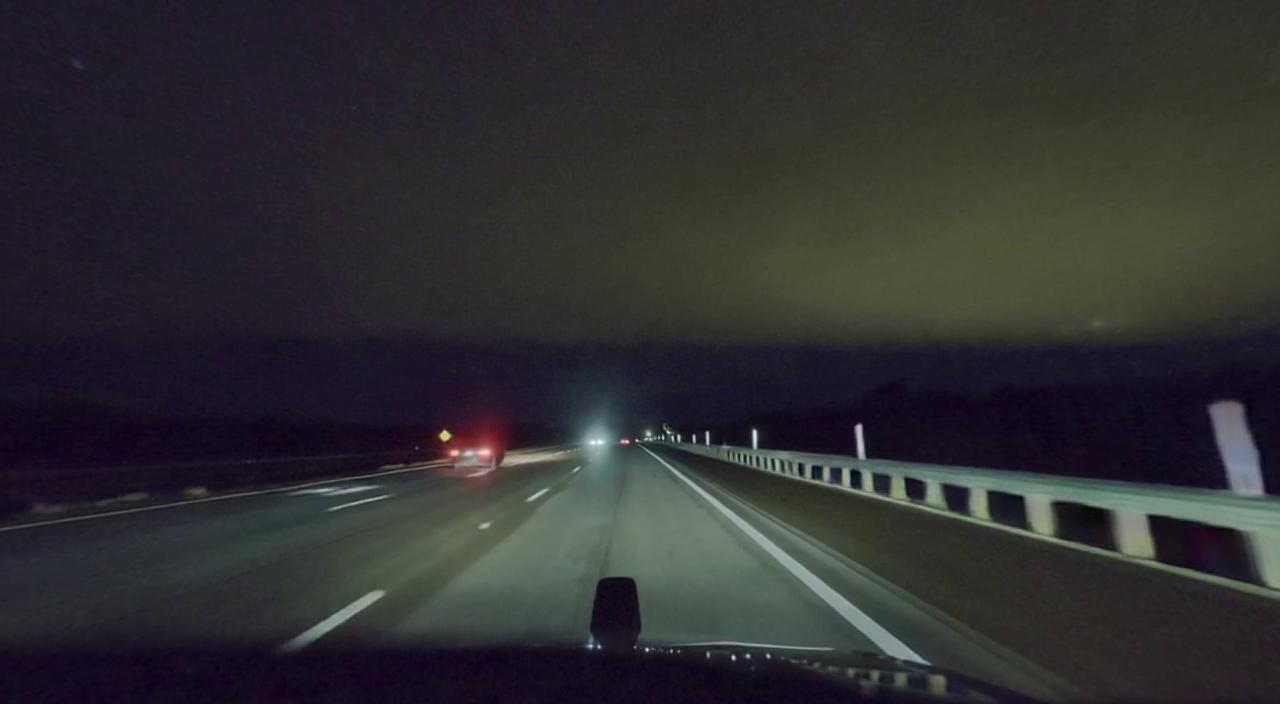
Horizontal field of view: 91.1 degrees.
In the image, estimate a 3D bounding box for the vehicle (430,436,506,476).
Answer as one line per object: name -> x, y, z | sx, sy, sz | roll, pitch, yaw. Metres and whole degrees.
vehicle -> -6.981, 4.228, 26.010 | 1.989, 1.473, 4.345 | 0, -8, -1
